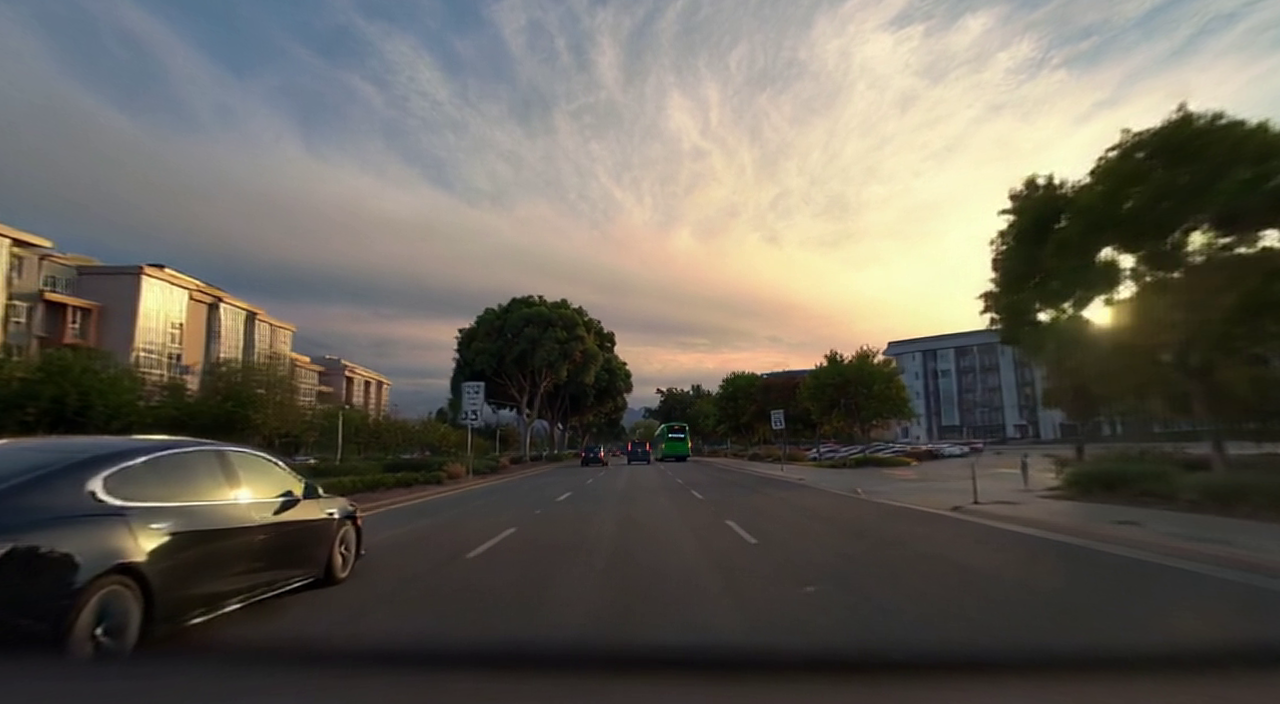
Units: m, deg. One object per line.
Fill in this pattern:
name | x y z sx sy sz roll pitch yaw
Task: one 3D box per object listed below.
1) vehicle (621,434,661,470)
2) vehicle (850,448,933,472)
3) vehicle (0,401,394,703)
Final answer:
vehicle | 0.061 6.239 39.575 2.336 2.122 5.207 0 -9 0
vehicle | 16.608 7.129 41.924 4.682 1.507 1.878 0 -9 0
vehicle | -3.621 1.195 4.184 2.120 1.481 4.535 0 -9 0
